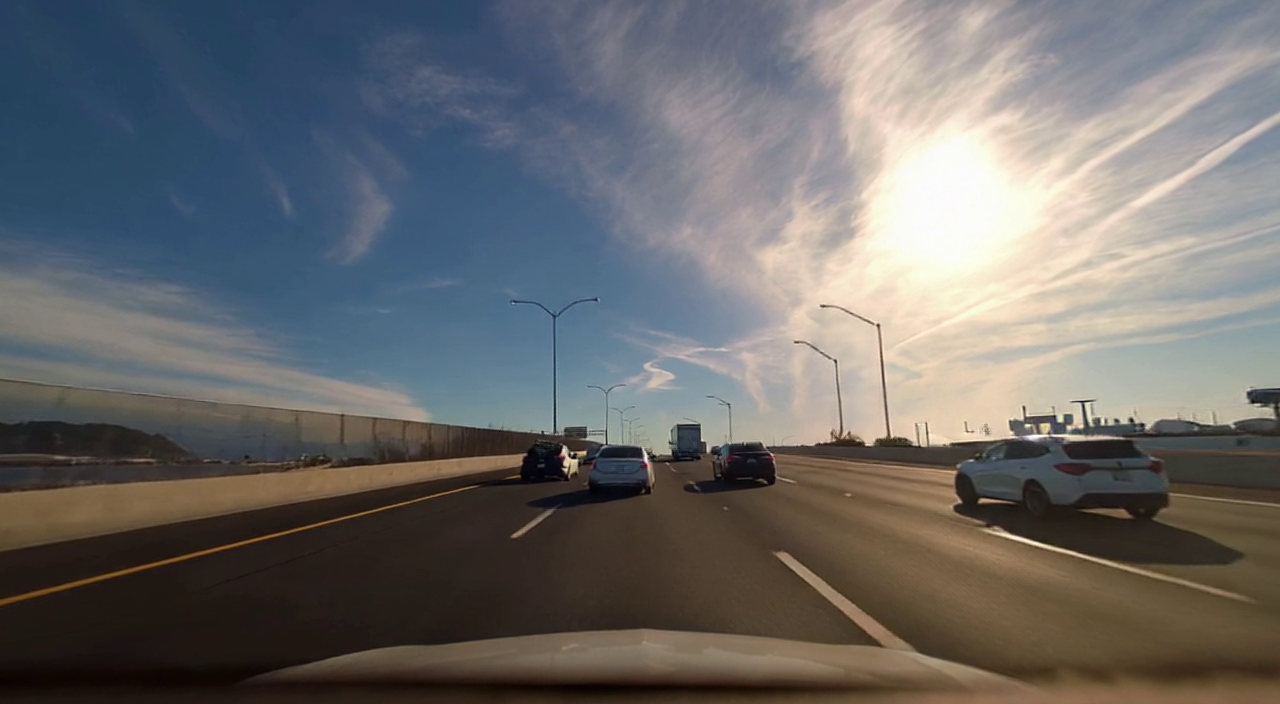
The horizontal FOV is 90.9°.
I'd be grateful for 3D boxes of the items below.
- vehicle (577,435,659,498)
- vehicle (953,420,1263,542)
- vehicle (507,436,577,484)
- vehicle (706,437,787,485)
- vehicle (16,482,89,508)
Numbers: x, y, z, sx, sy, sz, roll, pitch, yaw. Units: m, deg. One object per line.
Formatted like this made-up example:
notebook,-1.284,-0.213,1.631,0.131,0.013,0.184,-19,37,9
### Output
vehicle,-0.518,3.229,18.377,2.067,1.555,4.851,-1,-8,1
vehicle,6.966,1.927,10.062,1.860,1.520,3.961,-1,-8,0
vehicle,-3.704,4.144,24.628,2.036,1.669,4.112,-1,-8,0
vehicle,3.504,3.668,21.611,1.942,1.453,4.329,0,-8,-1
vehicle,-46.335,11.265,49.843,2.037,1.464,4.663,-1,-8,-12
